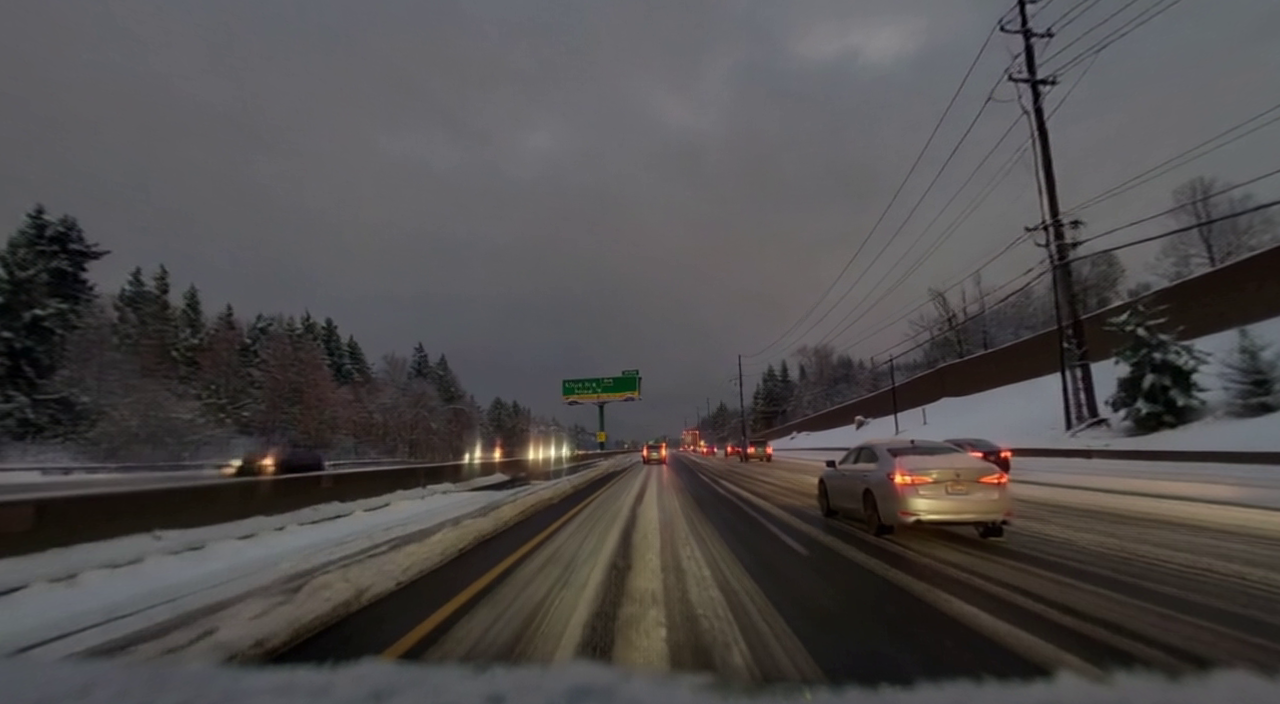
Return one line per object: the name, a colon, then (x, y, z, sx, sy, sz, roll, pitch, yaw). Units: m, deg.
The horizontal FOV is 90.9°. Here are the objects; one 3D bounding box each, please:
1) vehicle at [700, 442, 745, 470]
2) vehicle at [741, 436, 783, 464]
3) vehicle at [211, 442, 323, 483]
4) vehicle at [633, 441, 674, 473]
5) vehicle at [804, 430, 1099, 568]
vehicle: (4.570, 5.833, 35.464, 1.936, 1.465, 4.060, 0, -8, 0)
vehicle: (8.439, 6.853, 44.164, 2.041, 1.821, 4.562, 0, -8, 0)
vehicle: (-16.896, 4.999, 28.946, 2.048, 1.727, 4.903, 0, -8, 2)
vehicle: (0.717, 5.595, 33.803, 2.042, 1.581, 3.769, 0, -8, 1)
vehicle: (3.956, 1.922, 9.094, 1.986, 1.478, 4.429, 0, -8, 0)
